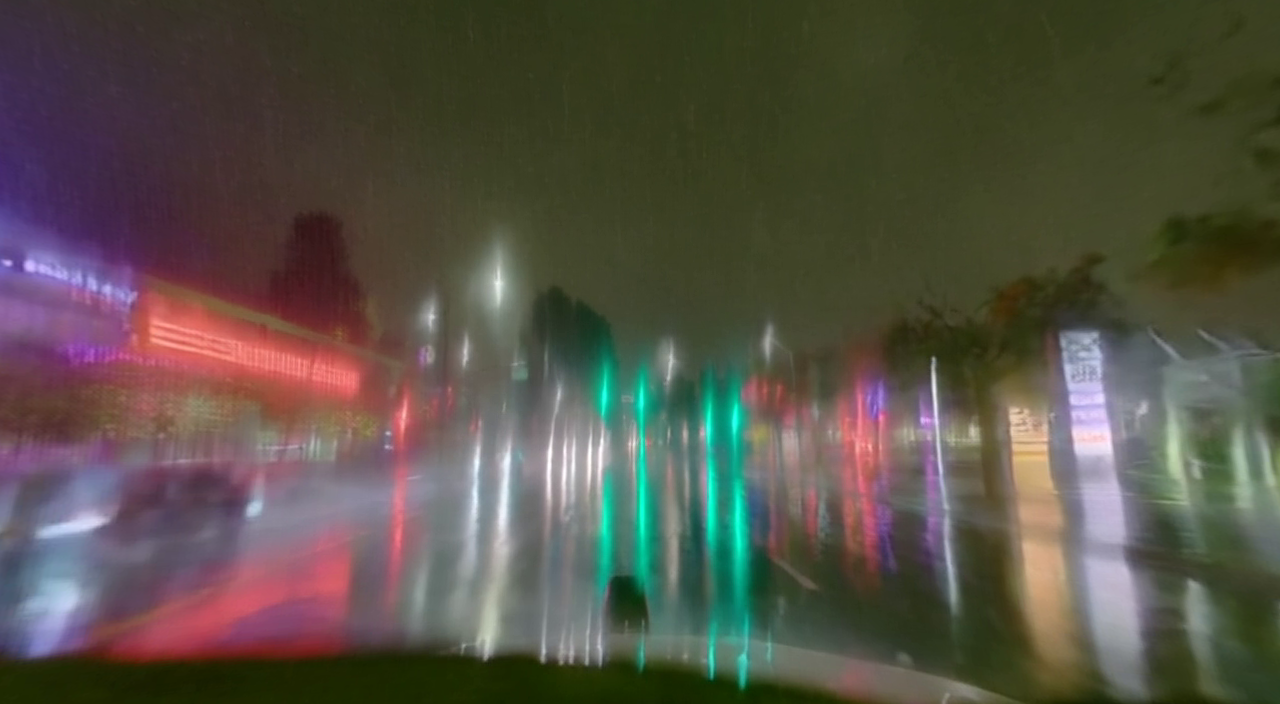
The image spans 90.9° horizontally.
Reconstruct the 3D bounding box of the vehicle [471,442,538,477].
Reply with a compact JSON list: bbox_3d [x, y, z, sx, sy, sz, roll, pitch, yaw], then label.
[{"bbox_3d":[-6.224,4.965,29.466,2.097,1.495,4.489,0,-8,0],"label":"vehicle"}]

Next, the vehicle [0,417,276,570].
[{"bbox_3d":[-8.681,2.167,10.554,2.242,1.919,4.922,0,-8,-1],"label":"vehicle"}]
